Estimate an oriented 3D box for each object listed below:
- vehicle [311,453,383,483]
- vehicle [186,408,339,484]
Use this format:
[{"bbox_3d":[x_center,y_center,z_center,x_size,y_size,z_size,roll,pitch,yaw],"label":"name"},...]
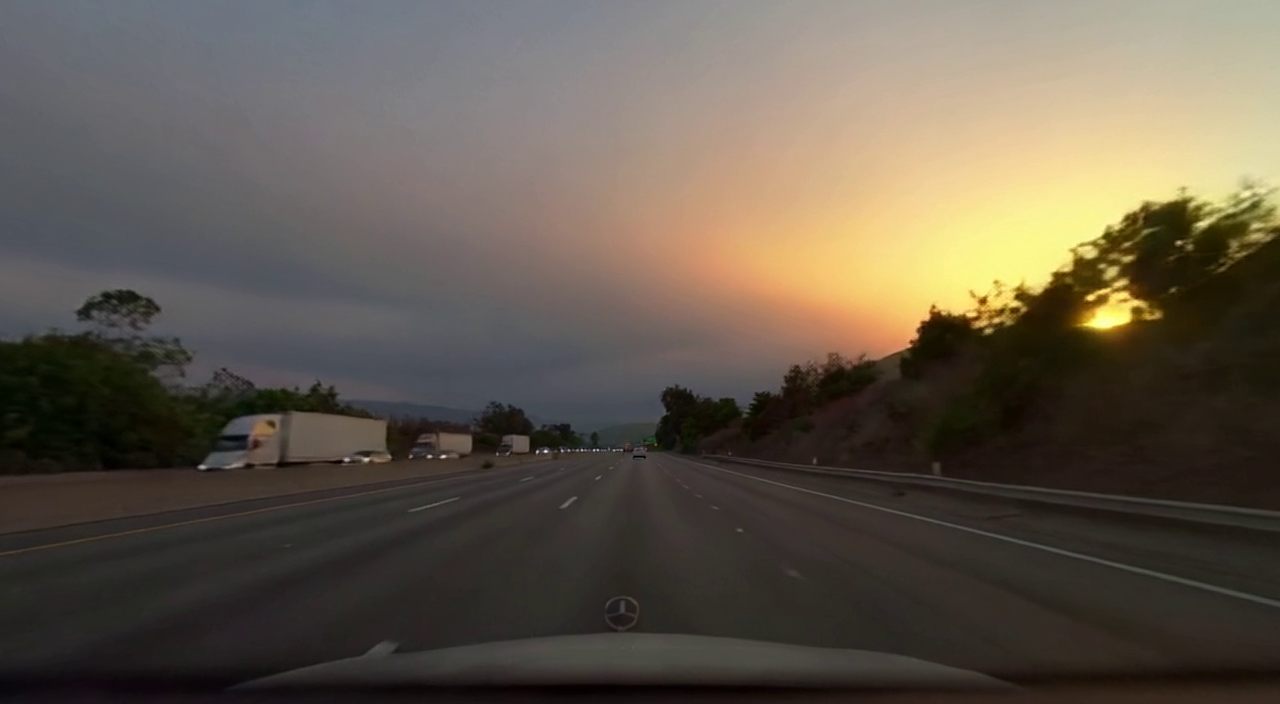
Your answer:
[{"bbox_3d":[-15.808,6.233,34.061,1.845,1.481,4.396,0,-9,-1],"label":"vehicle"},{"bbox_3d":[-22.921,5.894,39.140,3.011,4.011,10.543,0,-9,-1],"label":"vehicle"}]
